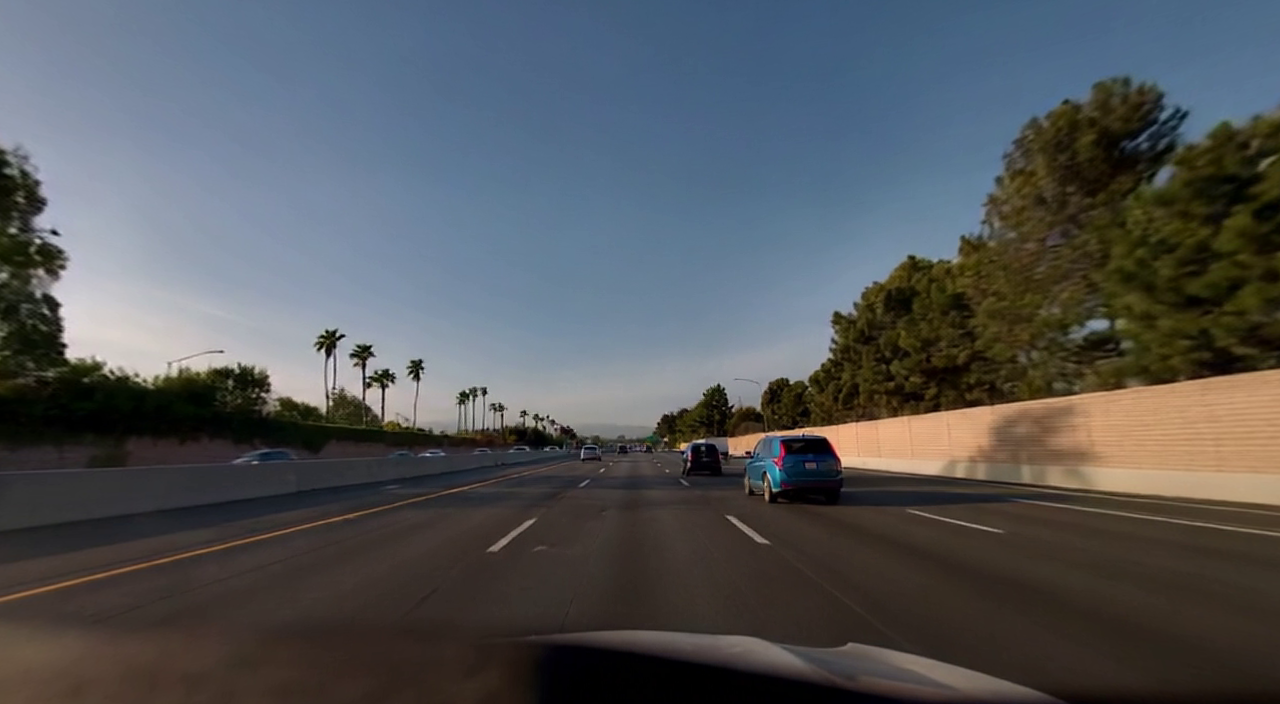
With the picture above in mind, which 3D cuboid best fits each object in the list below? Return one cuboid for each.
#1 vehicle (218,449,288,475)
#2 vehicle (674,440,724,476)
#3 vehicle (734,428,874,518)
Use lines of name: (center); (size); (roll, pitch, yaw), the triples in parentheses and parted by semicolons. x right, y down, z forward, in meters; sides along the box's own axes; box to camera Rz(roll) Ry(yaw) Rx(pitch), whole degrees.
vehicle: (-26.864, 7.635, 44.091); (1.977, 1.668, 4.613); (0, -9, 0)
vehicle: (3.002, 5.480, 32.915); (2.045, 1.688, 4.313); (0, -9, -2)
vehicle: (3.431, 2.615, 14.165); (1.910, 1.696, 4.187); (0, -9, -1)
